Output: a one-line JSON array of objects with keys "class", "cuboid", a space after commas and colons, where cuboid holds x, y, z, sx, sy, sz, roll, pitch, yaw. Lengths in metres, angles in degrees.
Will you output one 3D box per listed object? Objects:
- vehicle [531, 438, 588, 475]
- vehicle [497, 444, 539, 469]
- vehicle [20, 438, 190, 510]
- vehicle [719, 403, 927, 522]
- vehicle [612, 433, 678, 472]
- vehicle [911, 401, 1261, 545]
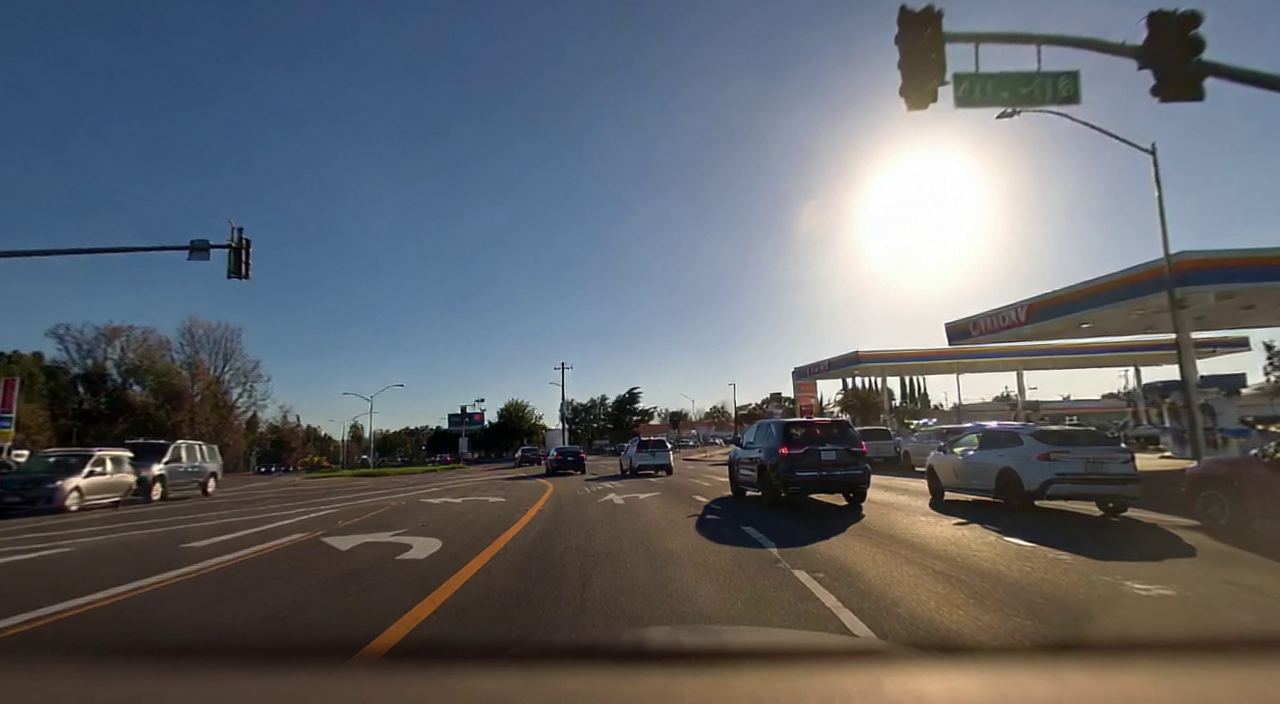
[{"class": "vehicle", "cuboid": [-3.782, 4.784, 29.079, 2.107, 1.527, 4.174, 2, -9, -14]}, {"class": "vehicle", "cuboid": [-8.590, 7.274, 44.190, 2.193, 1.609, 3.874, 3, -9, -21]}, {"class": "vehicle", "cuboid": [-18.514, 4.165, 22.380, 2.811, 2.105, 6.404, 4, -9, -24]}, {"class": "vehicle", "cuboid": [3.072, 2.009, 11.915, 2.184, 1.777, 4.712, 1, -8, -5]}, {"class": "vehicle", "cuboid": [0.144, 4.546, 28.663, 2.012, 1.612, 4.114, 2, -9, -14]}, {"class": "vehicle", "cuboid": [5.965, 1.675, 9.292, 1.881, 1.604, 4.289, 0, -8, -2]}]
